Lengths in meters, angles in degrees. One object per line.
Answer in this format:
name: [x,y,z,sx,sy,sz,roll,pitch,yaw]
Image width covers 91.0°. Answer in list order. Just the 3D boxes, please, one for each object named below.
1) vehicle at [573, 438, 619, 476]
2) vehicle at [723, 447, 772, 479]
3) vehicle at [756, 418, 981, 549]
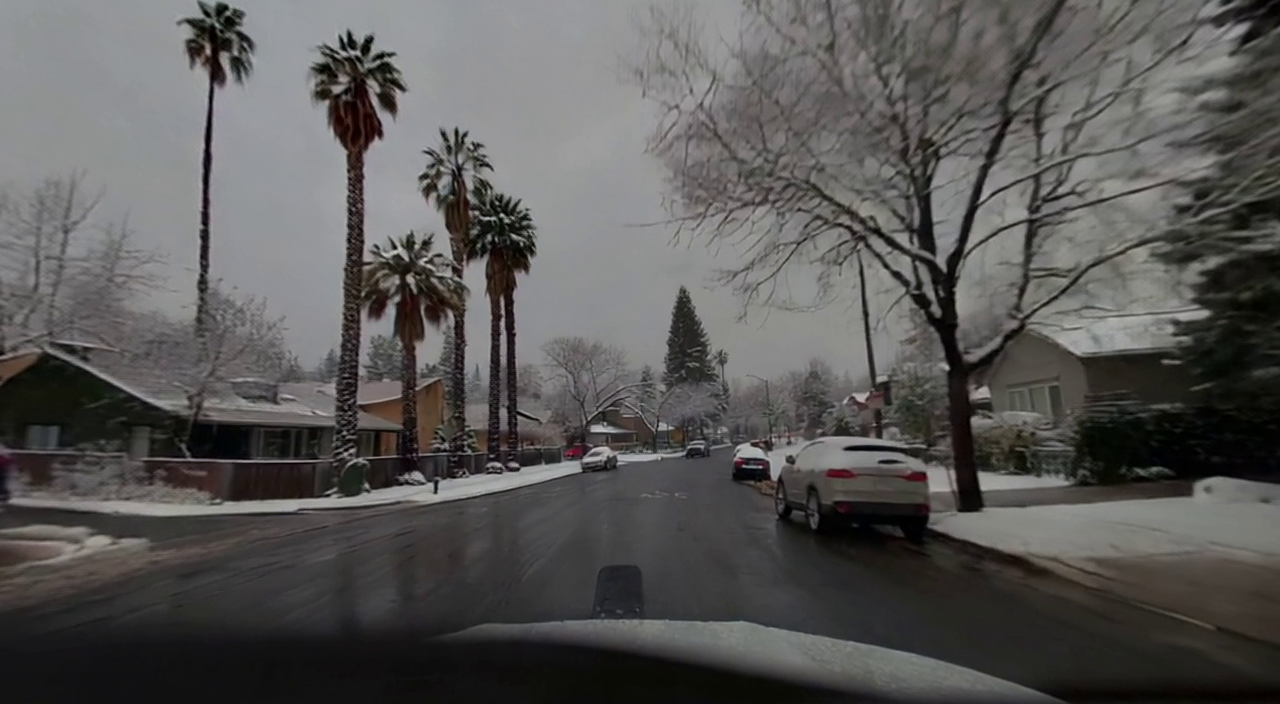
vehicle: [-3.084,7.574,44.994,2.053,1.713,4.850,-4,-21,10]
vehicle: [5.193,5.393,30.880,1.942,1.465,4.123,-1,-8,4]
vehicle: [3.670,2.205,11.348,2.197,1.816,4.845,0,-8,0]
